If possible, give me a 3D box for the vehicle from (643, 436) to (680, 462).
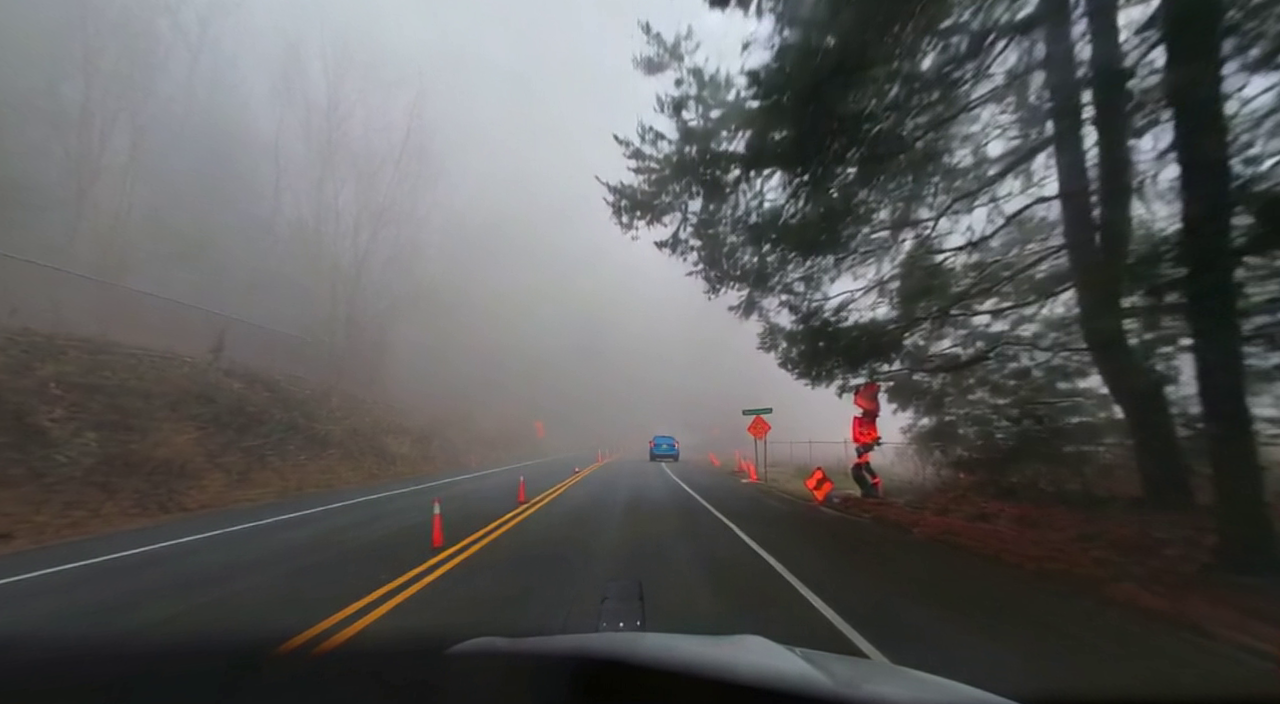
[{"bbox_3d":[1.396,5.998,39.146,2.172,1.486,3.581,-1,-9,4],"label":"vehicle"}]
